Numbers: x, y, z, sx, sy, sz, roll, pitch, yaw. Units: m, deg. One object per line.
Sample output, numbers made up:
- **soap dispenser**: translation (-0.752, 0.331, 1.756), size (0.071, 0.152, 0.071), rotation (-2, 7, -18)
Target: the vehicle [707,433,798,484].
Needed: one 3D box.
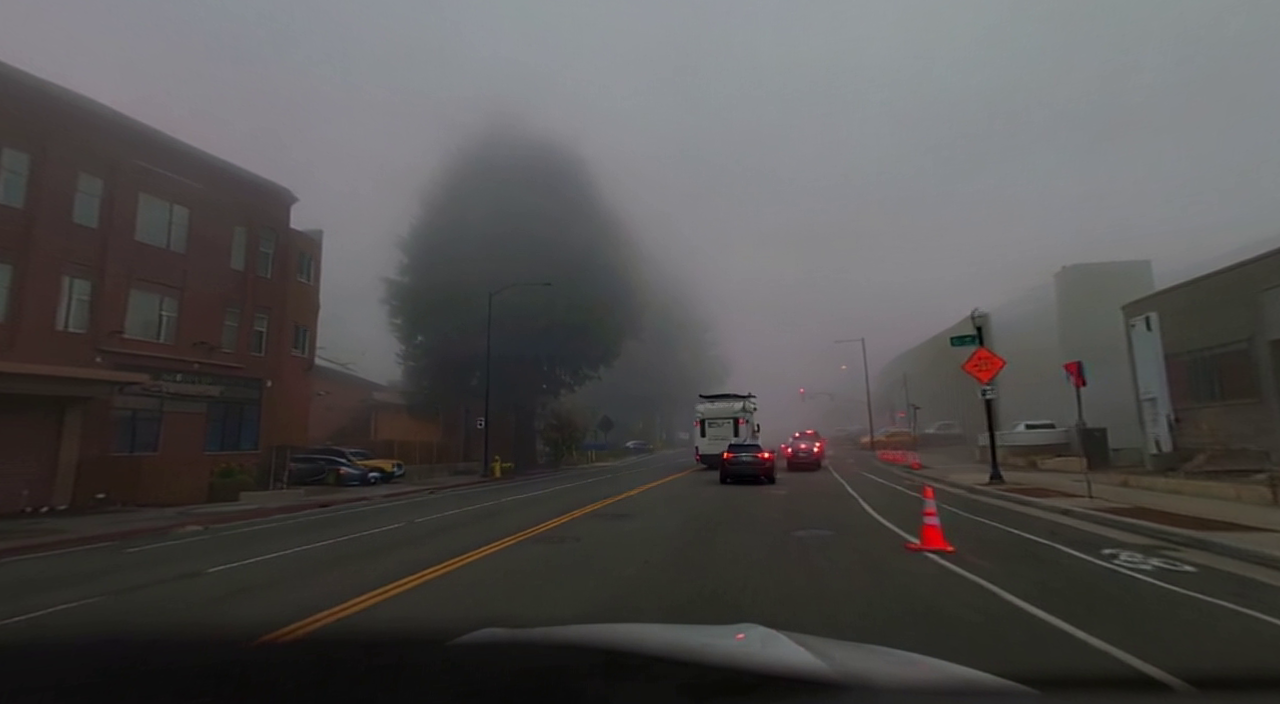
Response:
- **vehicle**: translation (3.630, 3.519, 21.188), size (2.159, 1.506, 4.086), rotation (0, -8, -2)

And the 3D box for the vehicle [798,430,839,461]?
- **vehicle**: translation (12.075, 6.311, 42.570), size (2.110, 1.942, 4.376), rotation (-4, -9, 22)

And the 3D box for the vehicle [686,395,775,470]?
- **vehicle**: translation (5.305, 4.508, 34.360), size (2.977, 3.271, 12.748), rotation (-3, -9, 16)

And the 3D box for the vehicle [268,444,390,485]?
- **vehicle**: translation (-13.542, 4.879, 27.618), size (4.397, 1.698, 1.932), rotation (-2, -9, 12)
